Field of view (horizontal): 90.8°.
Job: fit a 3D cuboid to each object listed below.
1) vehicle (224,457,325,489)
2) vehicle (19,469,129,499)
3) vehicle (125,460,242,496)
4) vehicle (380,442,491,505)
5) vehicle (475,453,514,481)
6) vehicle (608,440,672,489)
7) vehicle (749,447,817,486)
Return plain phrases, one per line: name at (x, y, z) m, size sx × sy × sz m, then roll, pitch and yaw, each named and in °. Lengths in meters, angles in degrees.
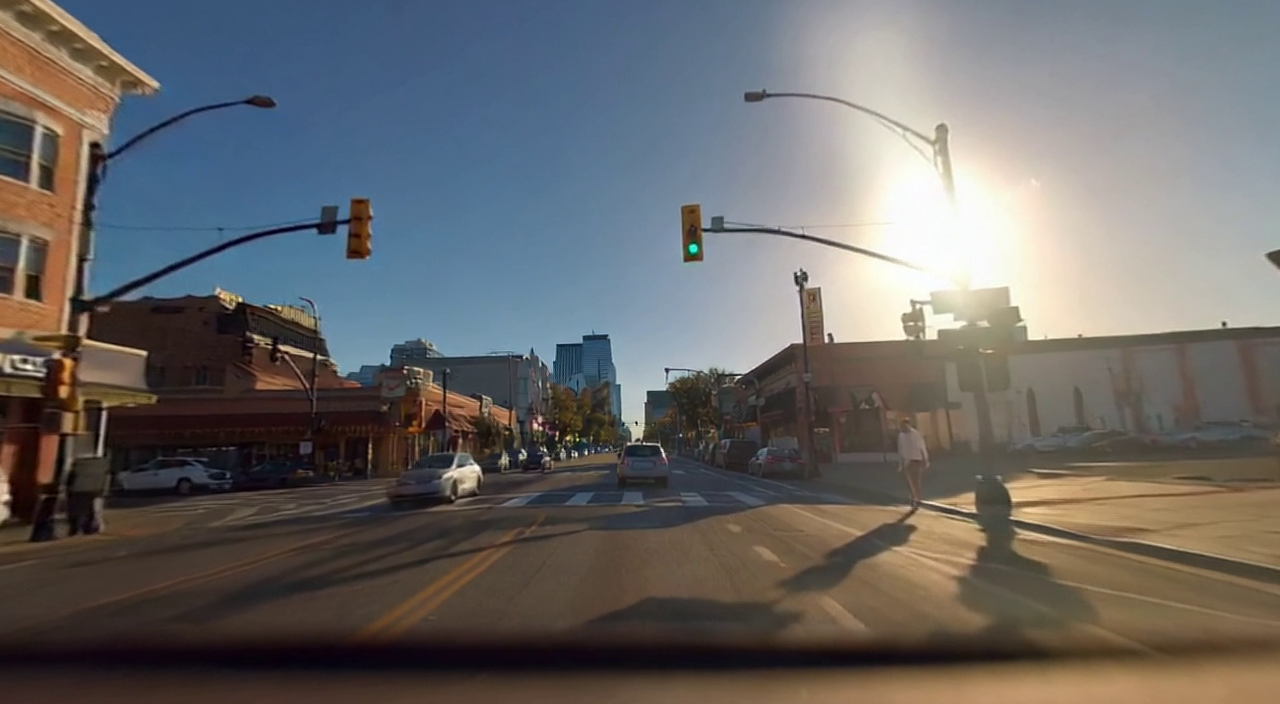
vehicle at (-19.852, 6.637, 34.453) m, size 4.212 × 1.641 × 1.935 m, roll -1°, pitch -13°, yaw 2°
vehicle at (-30.833, 7.202, 34.504) m, size 4.323 × 1.491 × 1.758 m, roll 0°, pitch -9°, yaw 2°
vehicle at (-24.827, 6.865, 34.483) m, size 4.794 × 1.825 × 2.056 m, roll 0°, pitch -8°, yaw 1°
vehicle at (-5.988, 3.567, 19.082) m, size 1.918 × 1.679 × 4.209 m, roll 0°, pitch -8°, yaw 0°
vehicle at (-10.877, 8.613, 47.541) m, size 1.887 × 1.576 × 4.530 m, roll -4°, pitch -6°, yaw -1°
vehicle at (-0.009, 3.973, 22.697) m, size 2.086 × 1.575 × 4.205 m, roll 0°, pitch -8°, yaw 0°
vehicle at (6.011, 4.830, 27.041) m, size 1.859 × 1.470 × 4.476 m, roll 0°, pitch -8°, yaw 0°
